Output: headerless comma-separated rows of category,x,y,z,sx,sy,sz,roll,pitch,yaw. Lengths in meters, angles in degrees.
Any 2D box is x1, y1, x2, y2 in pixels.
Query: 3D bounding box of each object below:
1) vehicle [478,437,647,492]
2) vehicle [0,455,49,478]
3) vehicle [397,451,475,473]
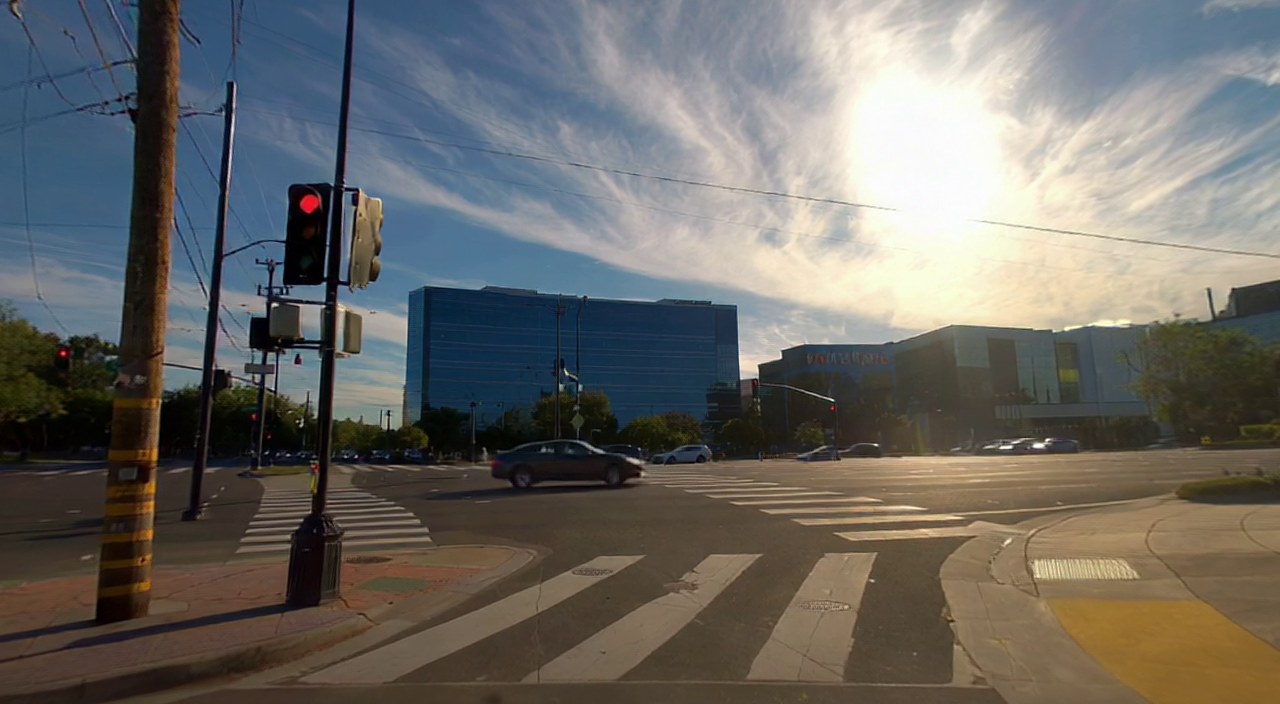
vehicle,-2.254,3.303,18.795,4.700,1.479,2.095,1,-8,-7
vehicle,-44.671,8.132,45.208,2.058,1.487,4.660,4,-9,-26
vehicle,-13.905,7.476,43.120,4.837,1.407,1.818,4,-9,-26
